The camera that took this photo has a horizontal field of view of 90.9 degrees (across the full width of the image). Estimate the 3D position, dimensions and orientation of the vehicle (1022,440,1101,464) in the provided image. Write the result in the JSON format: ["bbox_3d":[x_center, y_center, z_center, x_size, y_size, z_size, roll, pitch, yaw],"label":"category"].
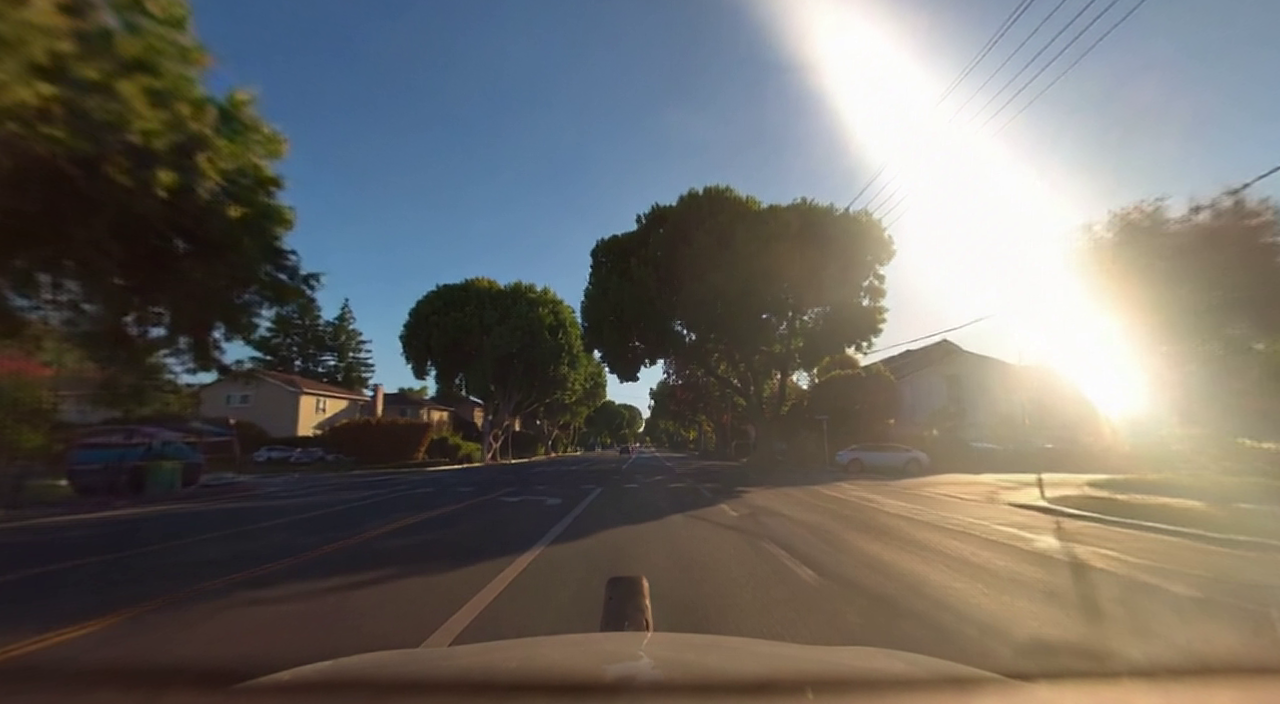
[{"bbox_3d":[27.304,6.471,41.004,1.787,1.465,4.681,0,-8,-2],"label":"vehicle"}]

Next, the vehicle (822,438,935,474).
[{"bbox_3d":[11.350,4.975,30.239,4.565,1.600,2.023,1,-9,-5],"label":"vehicle"}]

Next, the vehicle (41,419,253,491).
[{"bbox_3d":[-20.556,4.315,26.562,6.794,2.863,2.387,0,-8,1],"label":"vehicle"}]

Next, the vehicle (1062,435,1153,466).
[{"bbox_3d":[29.881,6.296,40.495,2.034,1.878,4.781,0,-8,-2],"label":"vehicle"}]
